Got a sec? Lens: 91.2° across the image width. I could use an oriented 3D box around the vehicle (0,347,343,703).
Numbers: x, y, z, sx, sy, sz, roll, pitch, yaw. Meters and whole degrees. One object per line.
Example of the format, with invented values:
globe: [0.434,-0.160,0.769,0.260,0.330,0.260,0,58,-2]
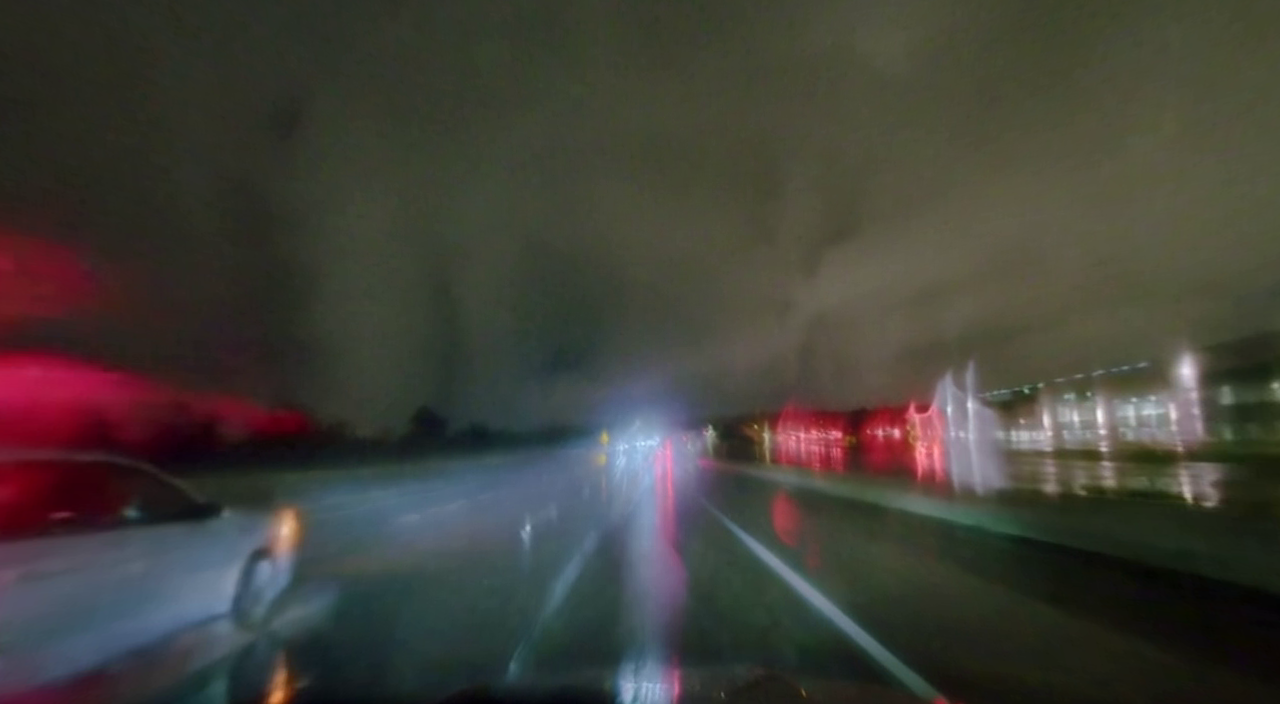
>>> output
vehicle: [-3.749,0.871,2.886,2.327,1.647,4.908,0,-9,0]
